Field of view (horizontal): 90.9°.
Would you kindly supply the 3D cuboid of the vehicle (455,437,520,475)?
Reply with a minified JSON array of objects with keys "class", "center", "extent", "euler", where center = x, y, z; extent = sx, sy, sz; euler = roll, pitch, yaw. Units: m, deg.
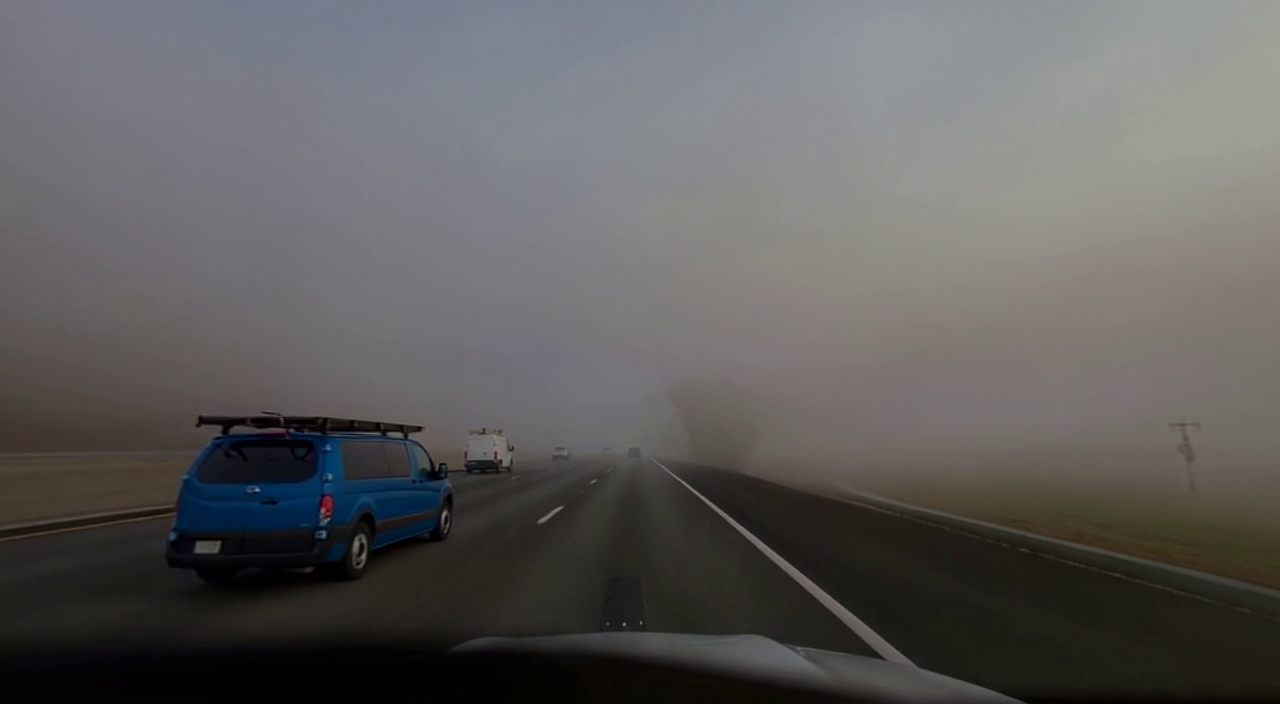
[{"class":"vehicle","center":[-7.499,5.157,31.509],"extent":[2.093,1.752,4.771],"euler":[0,-9,0]}]

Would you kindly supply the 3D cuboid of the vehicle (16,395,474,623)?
[{"class":"vehicle","center":[-3.587,1.532,7.183],"extent":[2.040,1.679,4.865],"euler":[0,-9,0]}]
